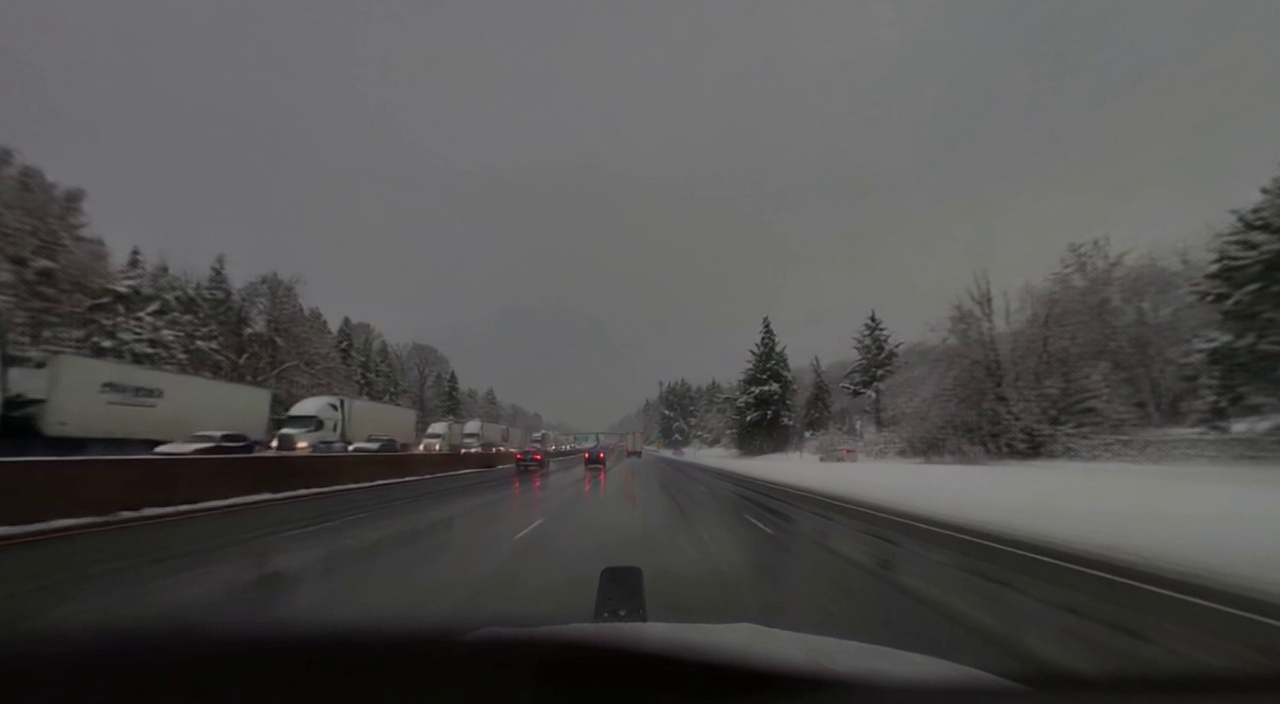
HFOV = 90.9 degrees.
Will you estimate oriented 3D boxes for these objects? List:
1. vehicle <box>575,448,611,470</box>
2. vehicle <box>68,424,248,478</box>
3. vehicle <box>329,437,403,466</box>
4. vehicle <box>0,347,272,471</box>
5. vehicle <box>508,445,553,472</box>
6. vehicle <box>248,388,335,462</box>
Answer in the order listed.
[{"bbox_3d":[-3.201,7.465,43.978,2.076,1.453,4.094,0,-9,2],"label":"vehicle"},{"bbox_3d":[-14.145,2.970,18.923,1.956,1.433,4.339,0,-9,0],"label":"vehicle"},{"bbox_3d":[-14.436,5.278,33.495,2.014,1.444,4.352,0,-9,0],"label":"vehicle"},{"bbox_3d":[-18.965,2.519,23.962,2.703,3.565,11.849,0,-9,1],"label":"vehicle"},{"bbox_3d":[-7.297,7.148,42.595,2.122,1.685,4.714,0,-9,1],"label":"vehicle"},{"bbox_3d":[-18.483,3.920,33.616,2.963,3.801,2.502,0,-9,-1],"label":"vehicle"}]
